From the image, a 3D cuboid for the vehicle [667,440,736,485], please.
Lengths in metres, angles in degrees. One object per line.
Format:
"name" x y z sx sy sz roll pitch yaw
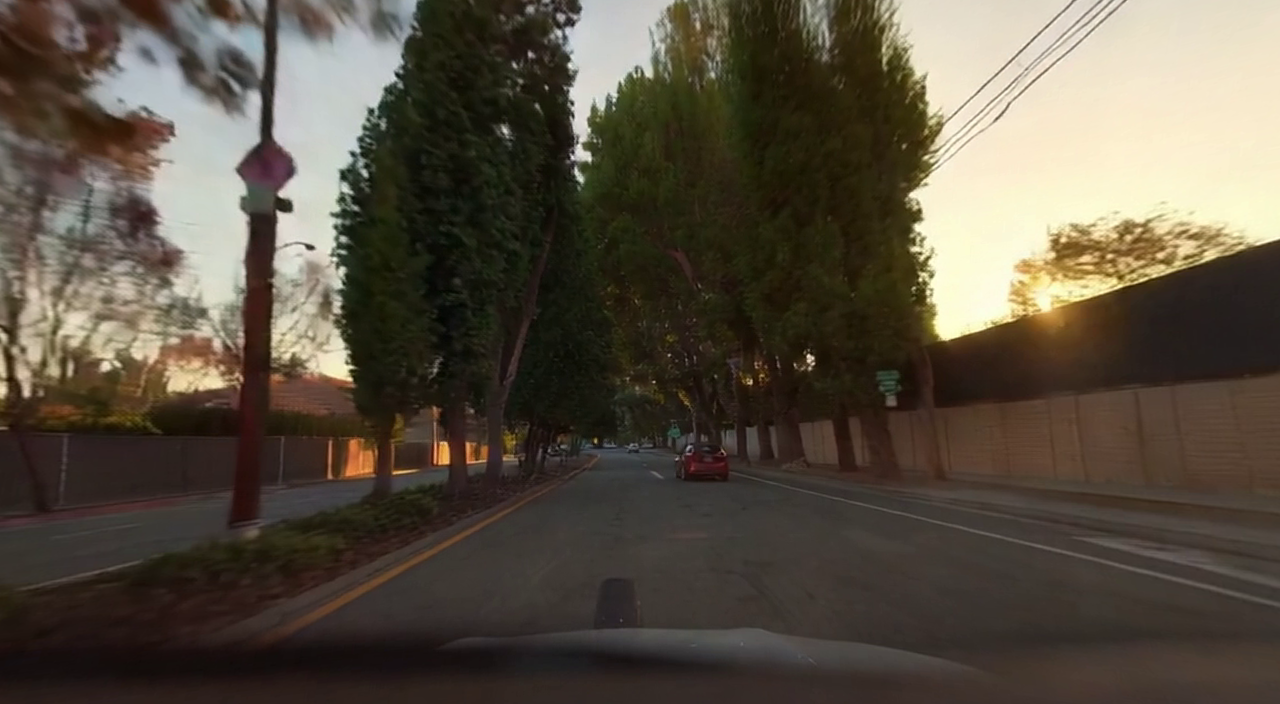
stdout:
"vehicle" 2.184 4.087 23.714 1.985 1.529 4.316 0 -9 -2
